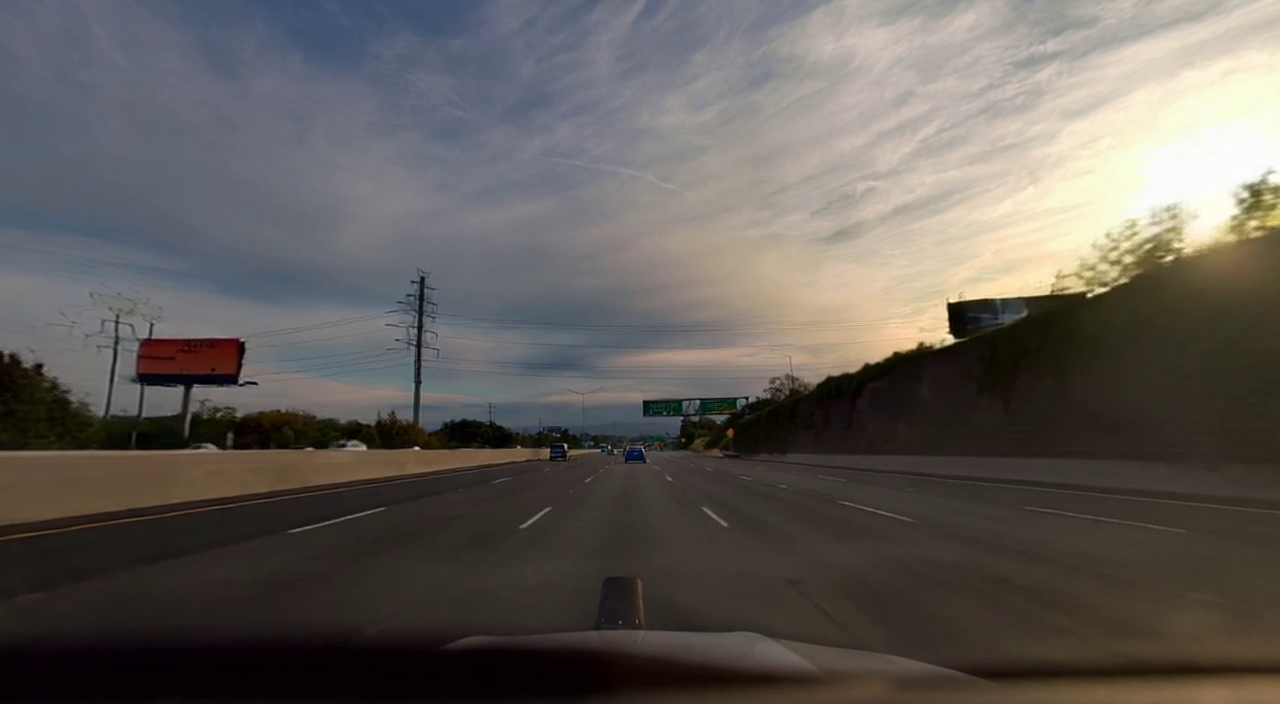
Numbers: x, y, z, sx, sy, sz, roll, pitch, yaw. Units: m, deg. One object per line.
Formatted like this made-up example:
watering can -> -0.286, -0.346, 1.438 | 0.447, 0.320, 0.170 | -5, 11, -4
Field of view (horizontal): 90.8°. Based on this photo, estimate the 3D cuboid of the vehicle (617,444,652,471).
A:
vehicle -> -0.361, 6.598, 39.597 | 2.074, 1.574, 3.971 | 0, -9, -1

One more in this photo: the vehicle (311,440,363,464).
vehicle -> -20.484, 6.769, 42.847 | 1.679, 1.560, 3.637 | 0, -9, 0
